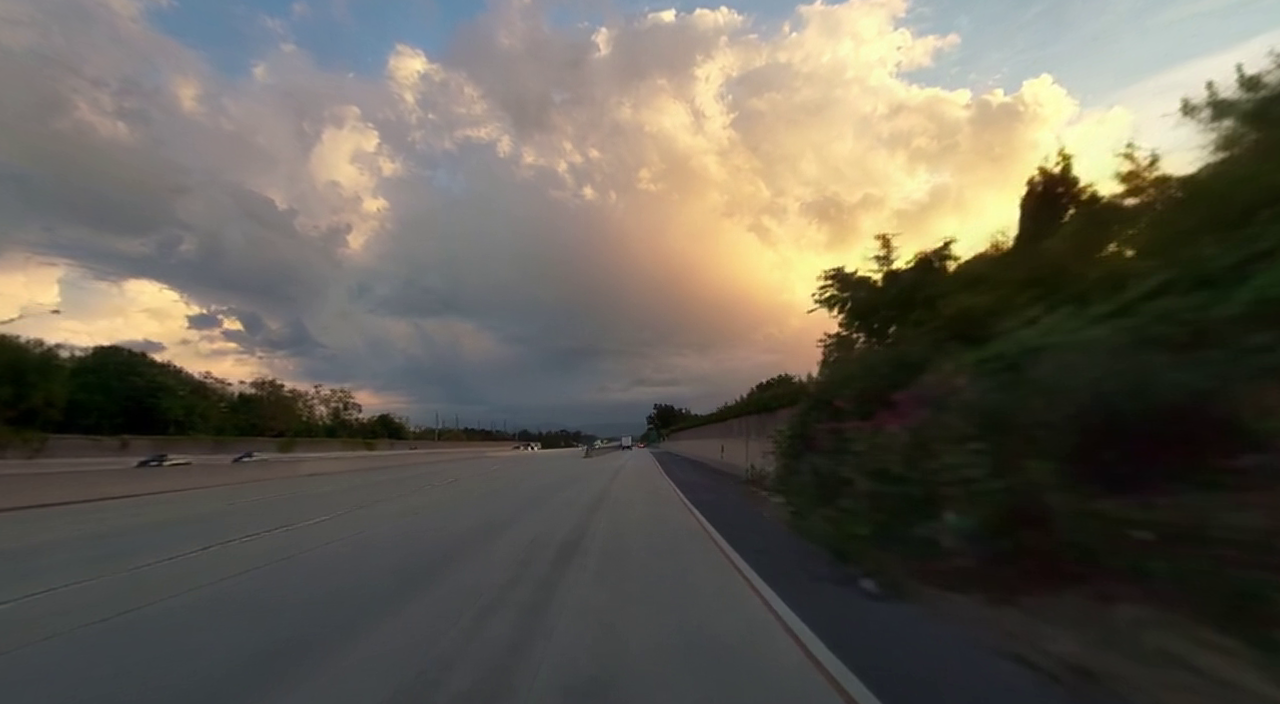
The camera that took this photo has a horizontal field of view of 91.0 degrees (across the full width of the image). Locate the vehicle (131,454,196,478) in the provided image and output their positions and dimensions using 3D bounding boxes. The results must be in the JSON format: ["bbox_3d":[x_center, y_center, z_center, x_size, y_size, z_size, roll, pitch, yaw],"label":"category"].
[{"bbox_3d":[-34.305,8.194,45.426,1.815,1.475,4.486,1,-8,-10],"label":"vehicle"}]
